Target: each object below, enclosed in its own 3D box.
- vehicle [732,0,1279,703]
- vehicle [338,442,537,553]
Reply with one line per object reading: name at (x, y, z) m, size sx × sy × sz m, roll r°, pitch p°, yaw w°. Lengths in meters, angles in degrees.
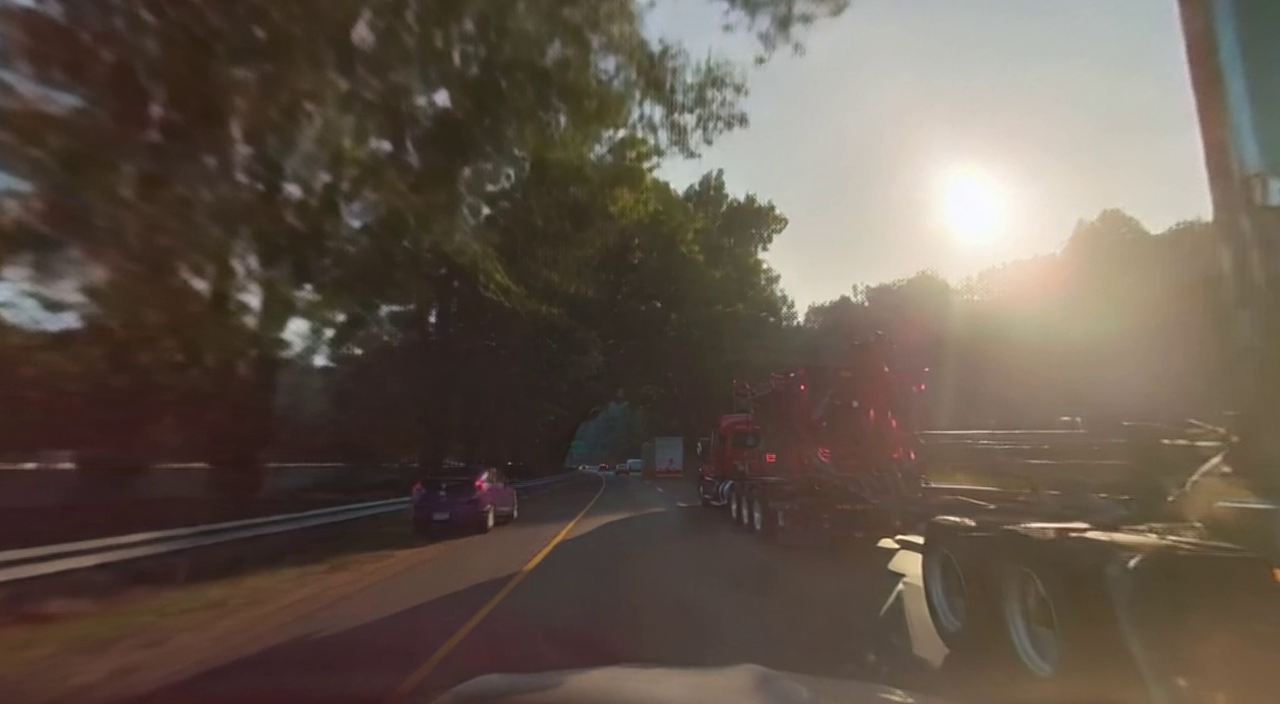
vehicle at (3.744, 0.867, 8.508) m, size 2.856 × 4.040 × 14.009 m, roll 1°, pitch -10°, yaw 0°
vehicle at (-3.422, 2.613, 11.873) m, size 2.010 × 1.580 × 4.949 m, roll 1°, pitch -10°, yaw 1°
